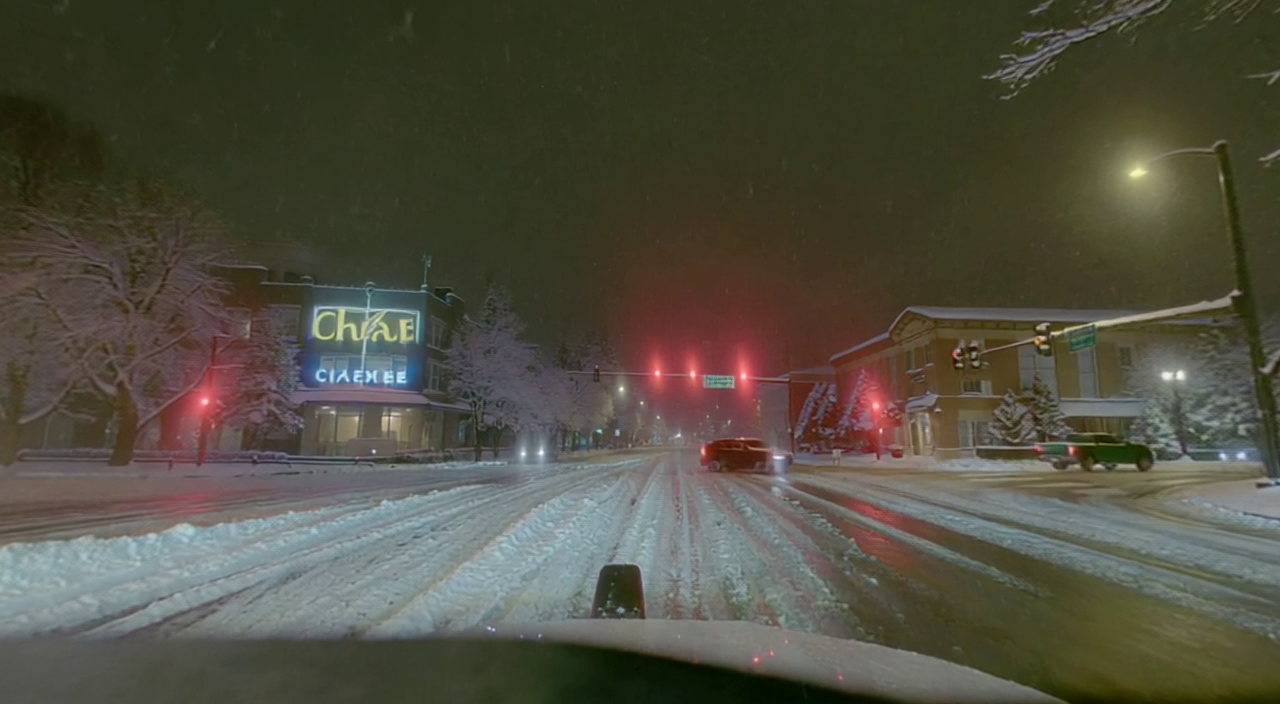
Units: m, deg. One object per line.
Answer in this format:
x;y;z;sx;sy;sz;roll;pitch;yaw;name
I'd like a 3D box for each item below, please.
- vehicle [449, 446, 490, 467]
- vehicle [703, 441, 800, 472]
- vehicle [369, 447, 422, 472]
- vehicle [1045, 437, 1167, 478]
-12.618;7.767;47.091;1.946;1.474;4.008;0;-9;0;vehicle
5.620;5.266;31.921;4.457;1.464;1.879;-4;-9;24;vehicle
-16.259;7.142;42.240;1.883;1.586;4.297;0;-9;0;vehicle
23.810;5.335;32.271;5.667;1.927;2.289;4;-9;-23;vehicle
